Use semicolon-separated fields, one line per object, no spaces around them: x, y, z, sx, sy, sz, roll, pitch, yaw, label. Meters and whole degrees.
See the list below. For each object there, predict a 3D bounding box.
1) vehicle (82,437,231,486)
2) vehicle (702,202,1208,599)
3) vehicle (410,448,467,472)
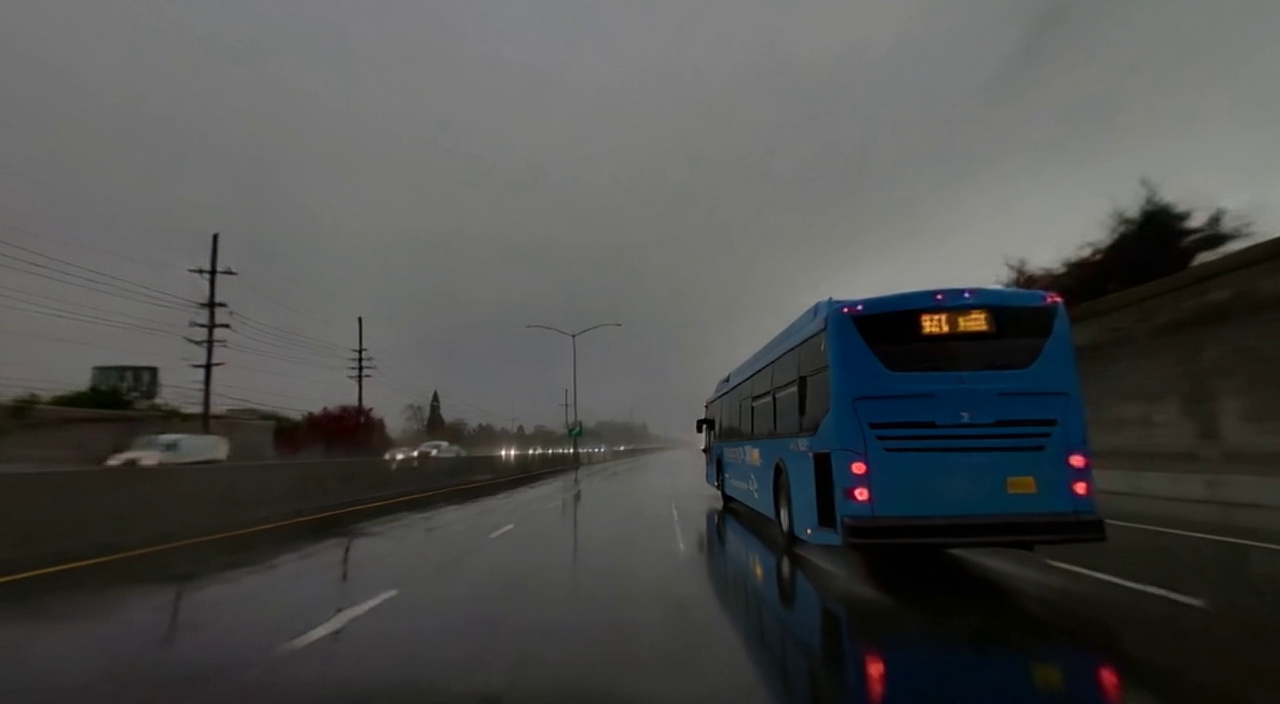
-21.396;4.859;28.397;2.115;1.932;5.596;-1;-9;2;vehicle
3.449;1.445;12.938;3.144;3.580;14.591;0;-9;1;vehicle
-13.691;7.339;43.183;2.099;1.471;4.756;-1;-9;3;vehicle
